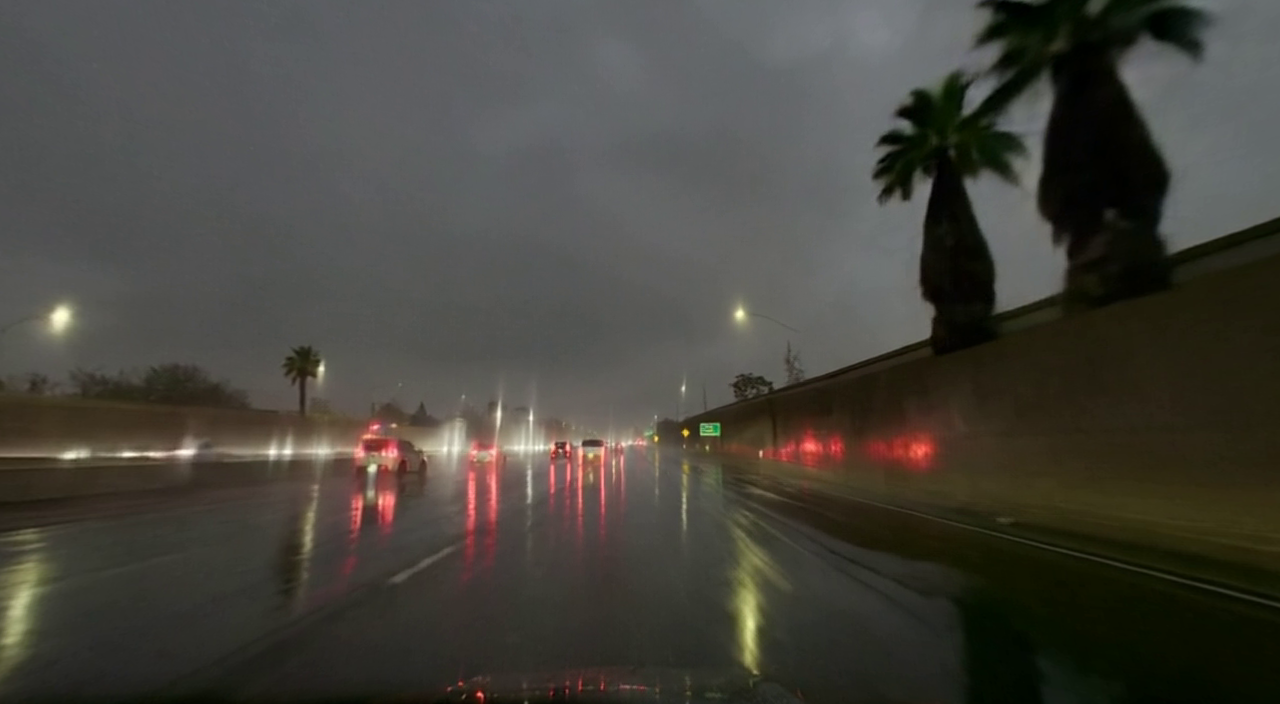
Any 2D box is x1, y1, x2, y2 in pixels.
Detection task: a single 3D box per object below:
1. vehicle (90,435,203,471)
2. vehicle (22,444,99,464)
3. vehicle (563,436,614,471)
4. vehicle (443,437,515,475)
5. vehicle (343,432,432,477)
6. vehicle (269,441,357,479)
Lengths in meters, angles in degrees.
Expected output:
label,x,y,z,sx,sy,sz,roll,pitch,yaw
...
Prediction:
label,x,y,z,sx,sy,sz,roll,pitch,yaw
vehicle,-21.620,4.431,27.918,1.852,1.445,3.833,0,-8,0
vehicle,-45.558,7.990,49.753,1.757,1.469,4.465,0,-8,1
vehicle,-2.495,5.088,31.874,2.201,1.672,4.128,0,-8,0
vehicle,-7.544,4.913,30.121,2.204,1.677,4.438,0,-8,1
vehicle,-11.454,4.673,29.054,1.986,1.875,4.902,0,-8,1
vehicle,-15.436,5.080,30.122,1.836,1.662,4.317,0,-8,1
